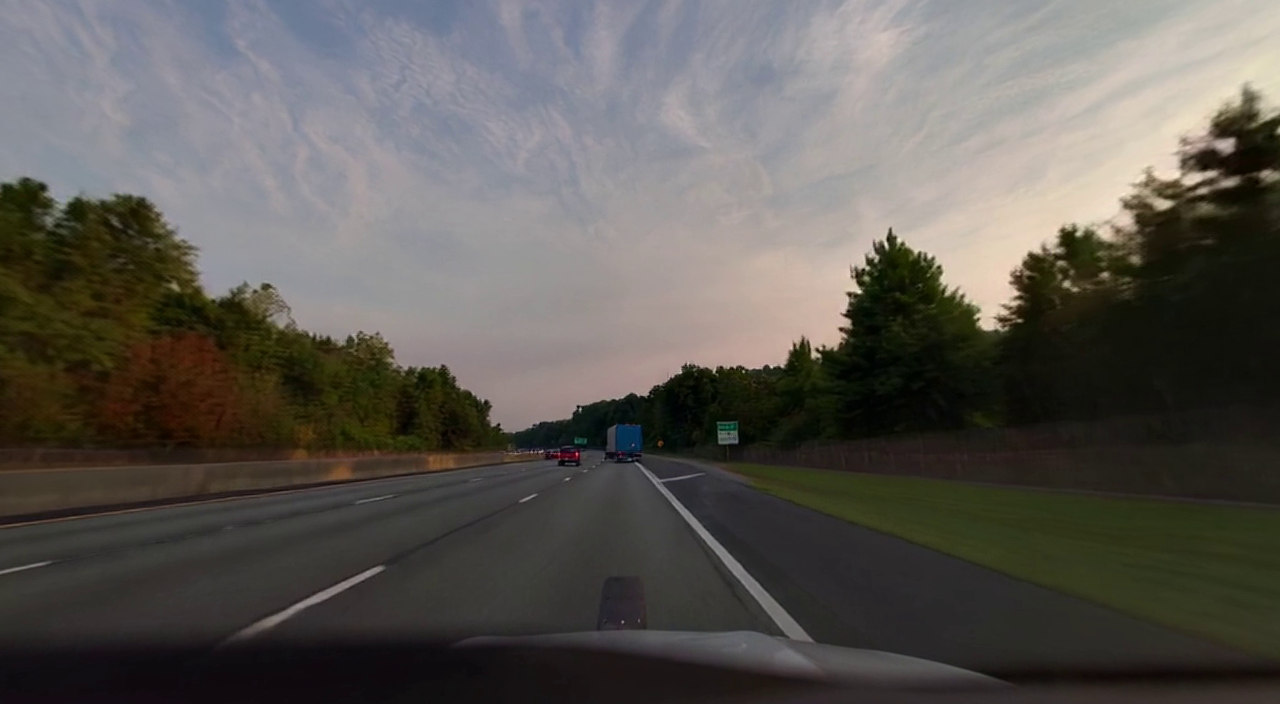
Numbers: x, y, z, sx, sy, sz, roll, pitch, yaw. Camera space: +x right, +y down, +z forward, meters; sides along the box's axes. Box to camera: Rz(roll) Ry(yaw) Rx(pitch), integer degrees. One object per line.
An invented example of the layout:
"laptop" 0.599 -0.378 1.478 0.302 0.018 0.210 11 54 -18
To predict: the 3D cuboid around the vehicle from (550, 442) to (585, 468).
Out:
"vehicle" -5.461 7.870 48.201 2.124 1.888 5.226 0 -9 -1
